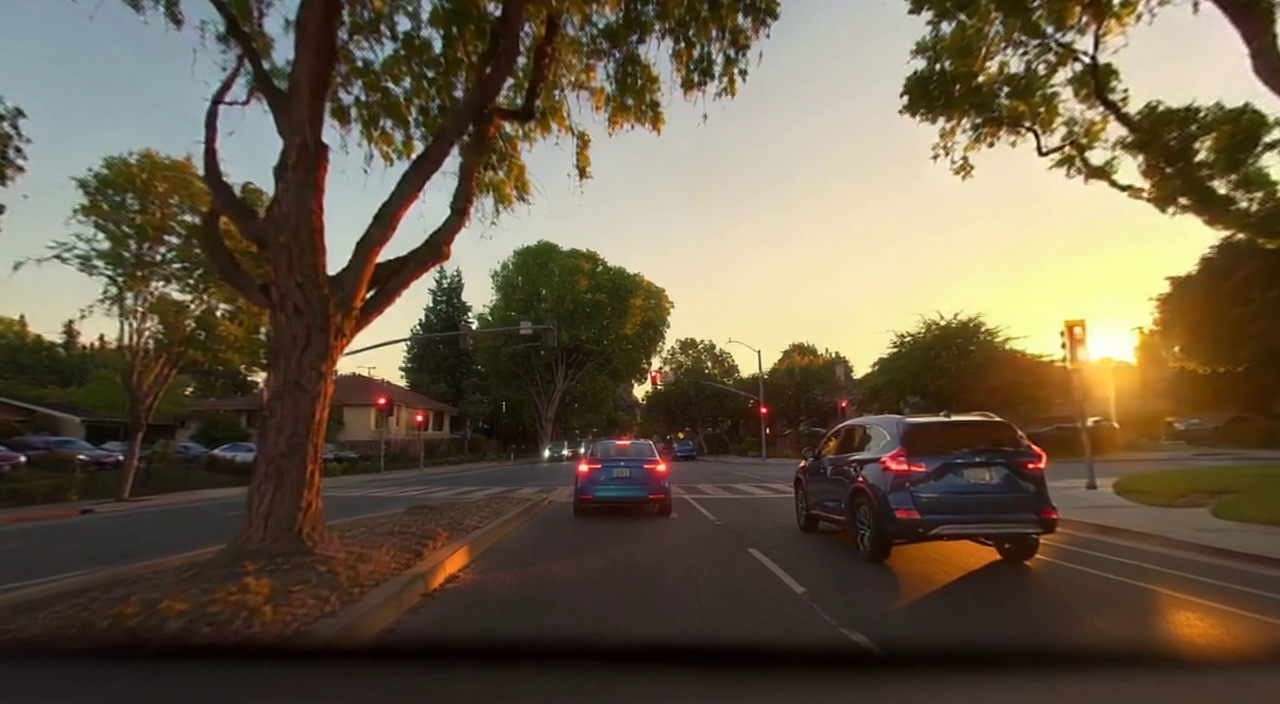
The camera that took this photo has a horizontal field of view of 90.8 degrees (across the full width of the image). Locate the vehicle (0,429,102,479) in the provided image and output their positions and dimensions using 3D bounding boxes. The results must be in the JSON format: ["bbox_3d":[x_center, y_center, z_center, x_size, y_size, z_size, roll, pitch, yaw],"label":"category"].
[{"bbox_3d":[-28.895,4.748,29.510,5.285,2.200,2.387,4,-9,-32],"label":"vehicle"}]

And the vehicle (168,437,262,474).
[{"bbox_3d":[-28.423,6.902,42.341,4.943,2.110,2.217,3,-11,-39],"label":"vehicle"}]

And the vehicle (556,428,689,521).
[{"bbox_3d":[-0.321,2.370,12.790,2.177,1.512,4.682,0,-9,-1],"label":"vehicle"}]

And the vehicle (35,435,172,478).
[{"bbox_3d":[-28.514,5.544,33.871,5.119,2.119,2.199,5,-9,-30],"label":"vehicle"}]

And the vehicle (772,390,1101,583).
[{"bbox_3d":[3.192,1.564,8.069,2.046,1.768,4.370,0,-9,0],"label":"vehicle"}]
